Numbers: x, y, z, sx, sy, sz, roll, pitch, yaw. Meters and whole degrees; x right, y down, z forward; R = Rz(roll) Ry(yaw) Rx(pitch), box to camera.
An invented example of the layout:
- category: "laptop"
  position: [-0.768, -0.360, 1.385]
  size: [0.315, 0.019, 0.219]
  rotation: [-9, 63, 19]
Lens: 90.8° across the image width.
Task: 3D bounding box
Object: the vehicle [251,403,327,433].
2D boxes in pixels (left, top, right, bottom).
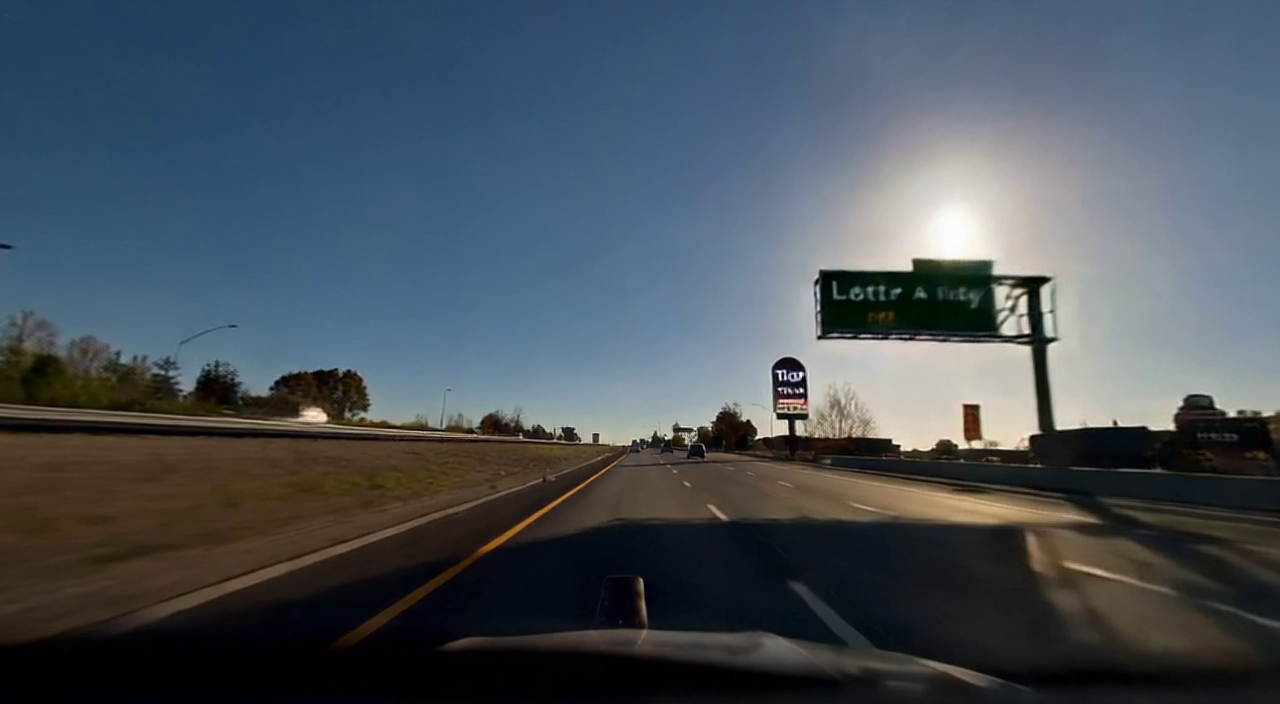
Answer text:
- category: "vehicle"
  position: [-20.846, 4.005, 37.709]
  size: [1.865, 1.546, 4.501]
  rotation: [0, -8, 1]
